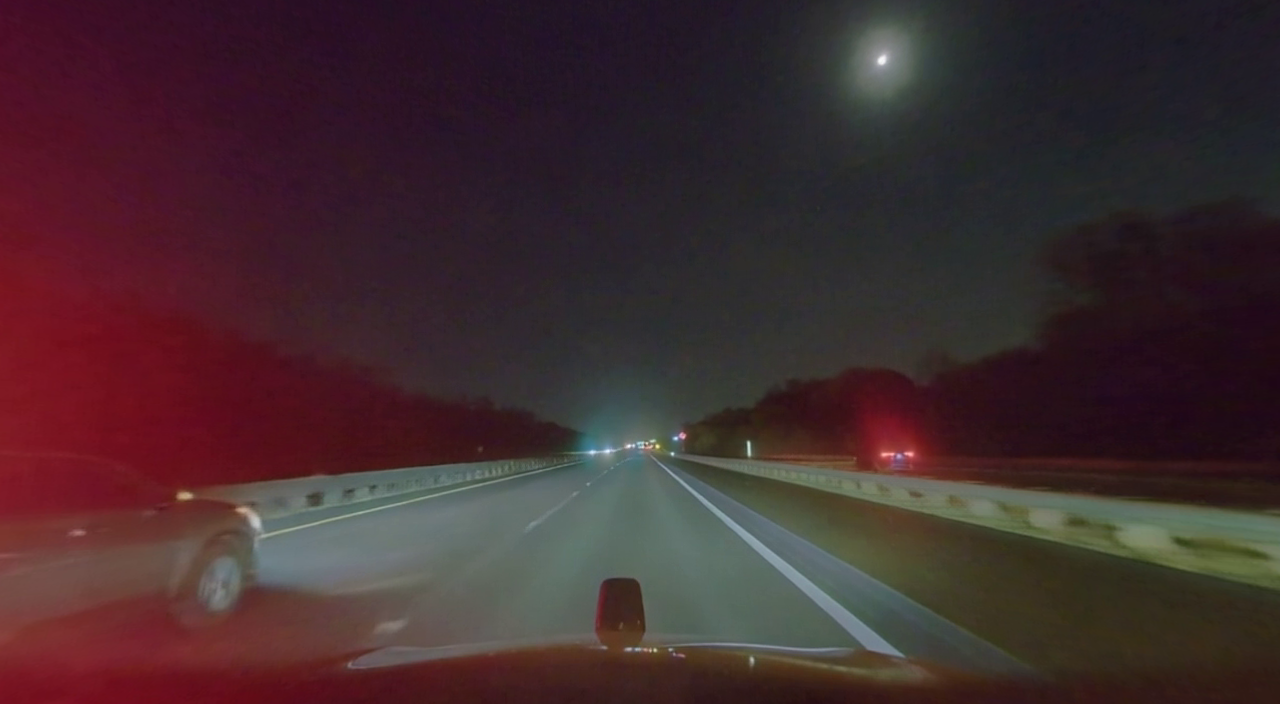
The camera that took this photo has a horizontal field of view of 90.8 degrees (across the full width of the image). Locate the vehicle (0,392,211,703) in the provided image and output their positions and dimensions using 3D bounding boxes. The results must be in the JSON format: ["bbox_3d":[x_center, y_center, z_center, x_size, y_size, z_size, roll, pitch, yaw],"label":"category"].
[{"bbox_3d":[-4.067,0.922,2.457,1.844,1.620,4.142,0,-9,0],"label":"vehicle"}]
